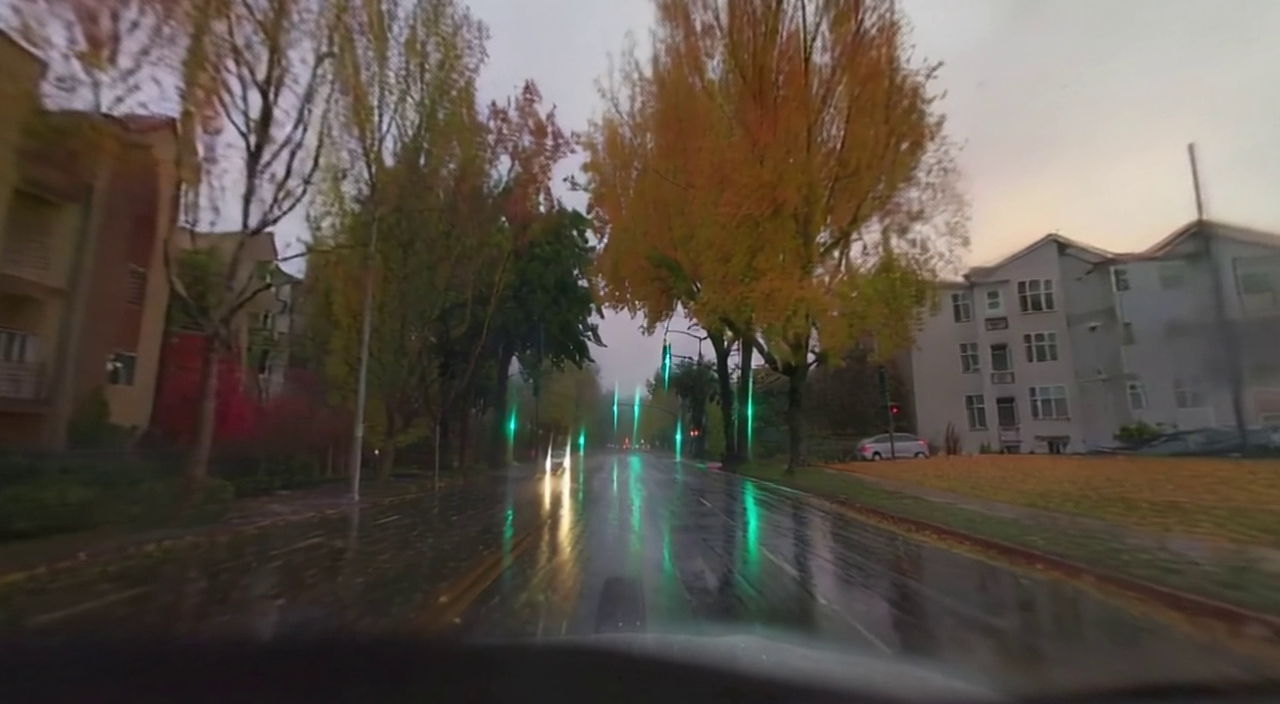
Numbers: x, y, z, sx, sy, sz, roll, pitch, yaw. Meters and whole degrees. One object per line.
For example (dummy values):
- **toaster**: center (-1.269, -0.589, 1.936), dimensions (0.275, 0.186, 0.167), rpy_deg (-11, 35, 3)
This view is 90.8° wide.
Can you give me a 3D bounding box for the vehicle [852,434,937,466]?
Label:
- **vehicle**: center (14.503, 5.636, 36.288), dimensions (4.365, 1.702, 1.897), rpy_deg (-3, -9, 18)
